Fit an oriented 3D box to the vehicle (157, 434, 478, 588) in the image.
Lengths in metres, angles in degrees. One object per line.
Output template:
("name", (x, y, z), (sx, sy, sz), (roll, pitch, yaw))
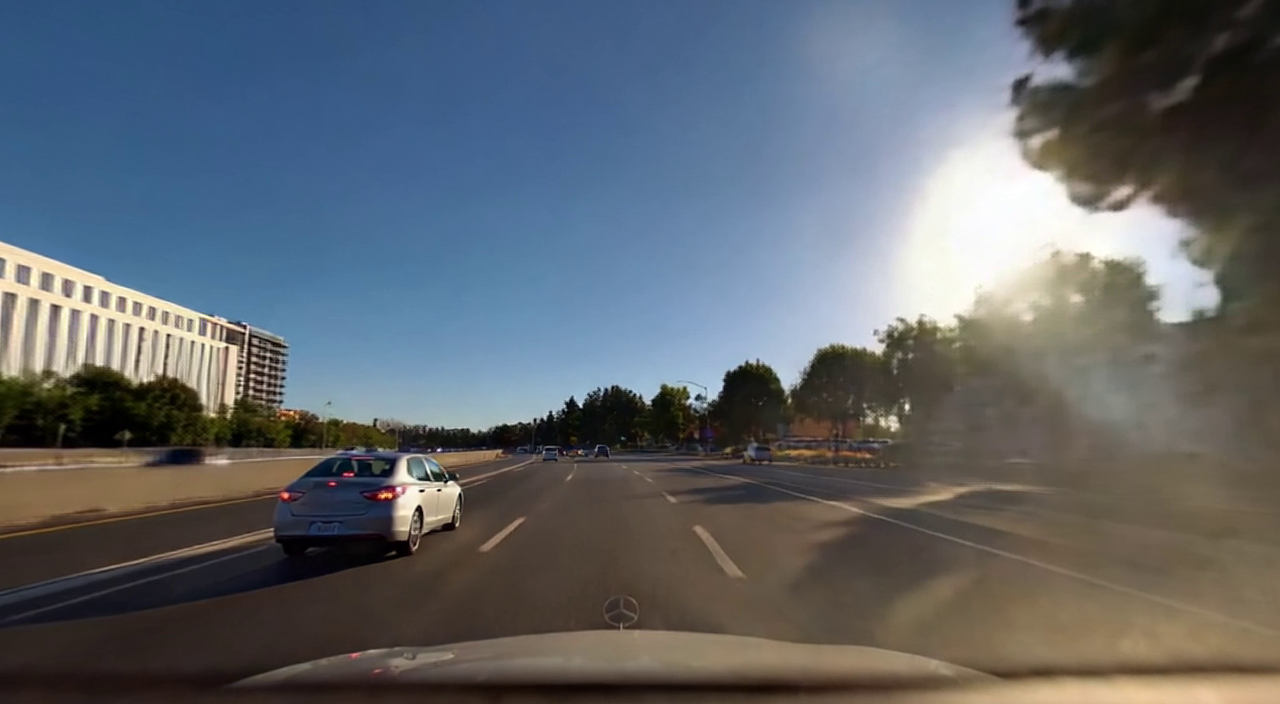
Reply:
("vehicle", (-3.705, 1.870, 8.391), (2.018, 1.476, 4.364), (0, -8, -1))
